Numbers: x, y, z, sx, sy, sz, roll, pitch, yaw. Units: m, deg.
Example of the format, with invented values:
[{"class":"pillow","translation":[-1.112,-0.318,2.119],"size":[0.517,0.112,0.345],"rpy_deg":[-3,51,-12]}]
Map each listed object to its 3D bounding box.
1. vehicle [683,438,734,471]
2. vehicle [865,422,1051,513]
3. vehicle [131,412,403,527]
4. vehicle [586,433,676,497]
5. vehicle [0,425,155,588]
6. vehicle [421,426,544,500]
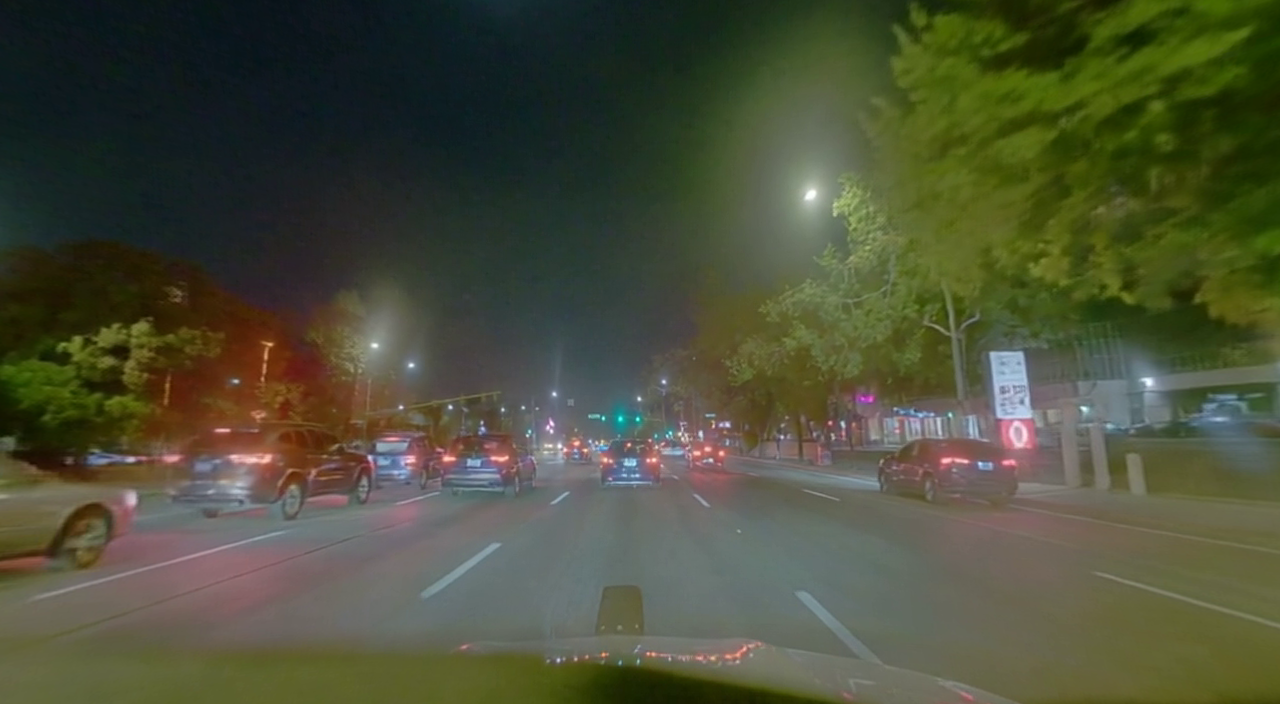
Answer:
[{"class":"vehicle","translation":[3.238,4.974,30.762],"size":[1.905,1.473,4.183],"rpy_deg":[0,-8,-2]},{"class":"vehicle","translation":[6.701,2.474,13.940],"size":[1.889,1.681,4.120],"rpy_deg":[0,-8,0]},{"class":"vehicle","translation":[-6.765,2.211,12.518],"size":[1.864,1.737,5.689],"rpy_deg":[0,-8,1]},{"class":"vehicle","translation":[-0.239,3.006,17.232],"size":[2.161,1.501,4.184],"rpy_deg":[0,-8,-1]},{"class":"vehicle","translation":[-6.832,1.354,5.309],"size":[1.877,1.493,4.624],"rpy_deg":[0,-8,-1]},{"class":"vehicle","translation":[-3.838,2.799,16.264],"size":[2.009,1.619,4.376],"rpy_deg":[0,-8,1]}]
